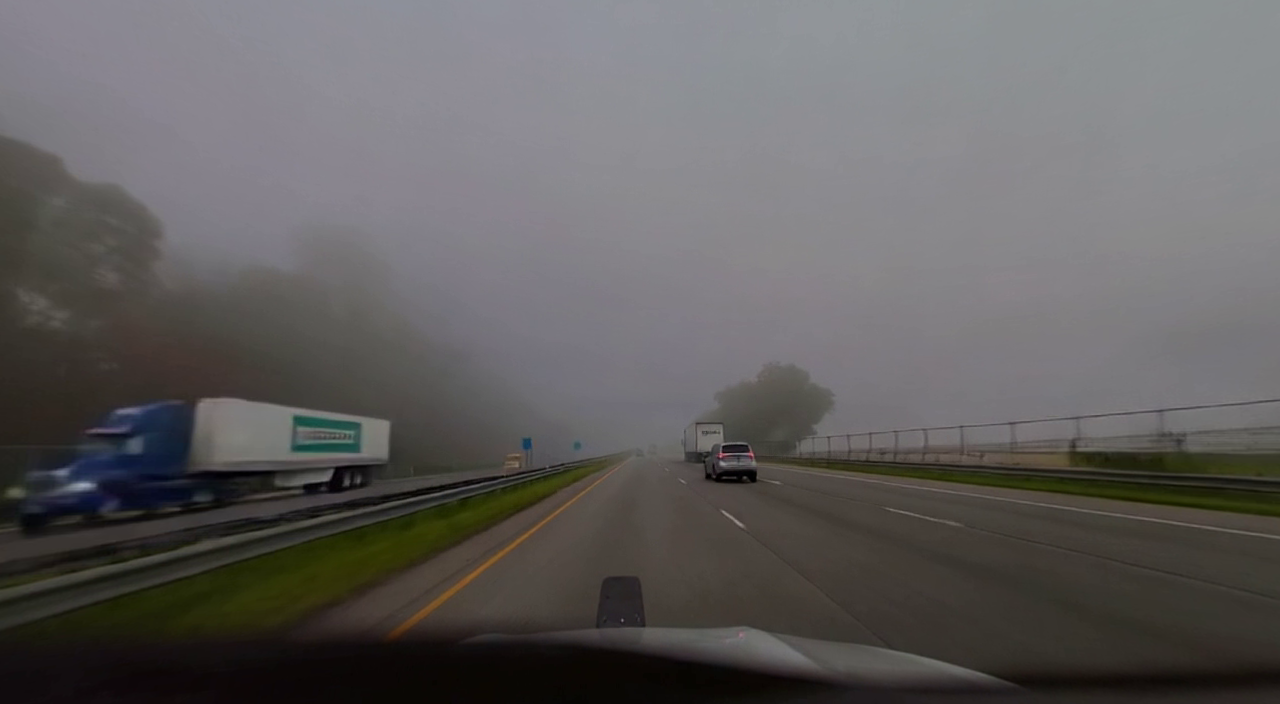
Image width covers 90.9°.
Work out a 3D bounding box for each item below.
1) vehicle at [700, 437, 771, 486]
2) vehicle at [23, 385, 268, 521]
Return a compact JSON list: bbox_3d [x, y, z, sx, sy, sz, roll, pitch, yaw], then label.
[{"bbox_3d":[3.680,4.321,25.028,2.093,1.742,4.167,0,-9,-1],"label":"vehicle"},{"bbox_3d":[-15.721,3.297,20.831,3.060,3.798,5.974,0,-9,-1],"label":"vehicle"}]
